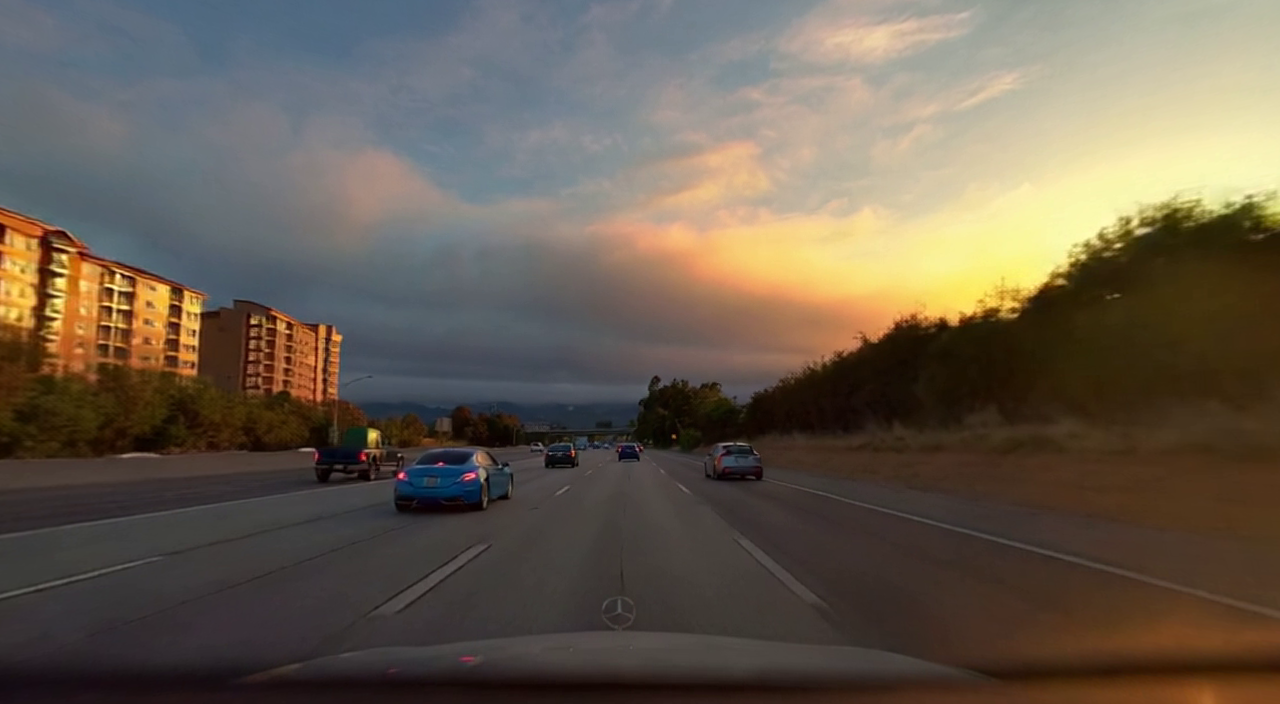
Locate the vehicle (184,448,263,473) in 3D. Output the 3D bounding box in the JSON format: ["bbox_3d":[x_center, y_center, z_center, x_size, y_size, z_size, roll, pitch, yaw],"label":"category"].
[{"bbox_3d":[-26.159,6.781,39.869,1.816,1.457,4.598,0,-8,0],"label":"vehicle"}]

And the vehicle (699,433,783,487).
[{"bbox_3d":[3.352,3.684,21.918,2.061,1.658,4.417,0,-8,-2],"label":"vehicle"}]

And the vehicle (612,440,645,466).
[{"bbox_3d":[-0.741,6.633,41.712,2.053,1.650,3.945,0,-8,-1],"label":"vehicle"}]

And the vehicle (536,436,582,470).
[{"bbox_3d":[-4.481,5.655,35.467,2.044,1.774,4.329,0,-8,-1],"label":"vehicle"}]

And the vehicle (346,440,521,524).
[{"bbox_3d":[-3.988,2.578,13.191,2.124,1.426,4.444,0,-8,0],"label":"vehicle"}]
